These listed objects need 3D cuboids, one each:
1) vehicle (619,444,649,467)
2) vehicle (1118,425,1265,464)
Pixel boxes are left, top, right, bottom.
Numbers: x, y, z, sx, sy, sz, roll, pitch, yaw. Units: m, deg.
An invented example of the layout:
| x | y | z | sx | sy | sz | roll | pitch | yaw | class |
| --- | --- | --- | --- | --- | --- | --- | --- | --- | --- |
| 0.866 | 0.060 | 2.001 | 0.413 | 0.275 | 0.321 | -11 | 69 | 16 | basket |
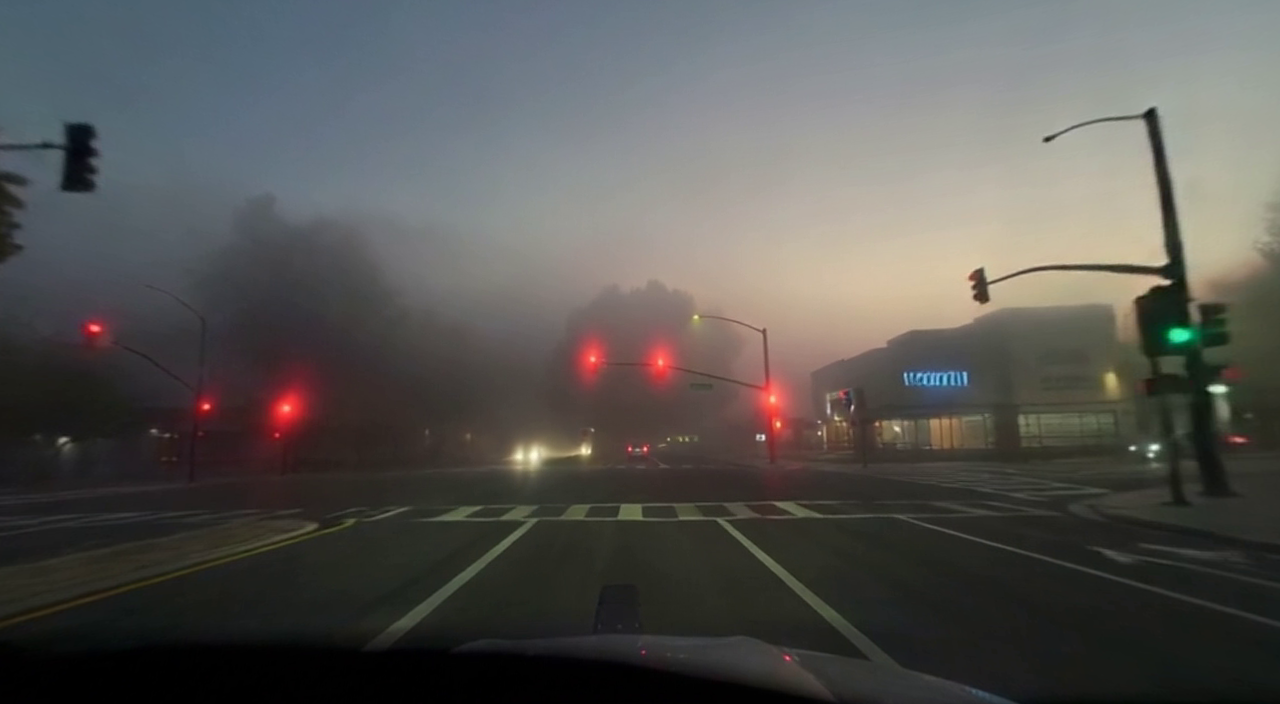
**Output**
| x | y | z | sx | sy | sz | roll | pitch | yaw | class |
| --- | --- | --- | --- | --- | --- | --- | --- | --- | --- |
| -0.465 | 7.420 | 45.469 | 2.045 | 1.510 | 3.690 | 0 | -9 | -1 | vehicle |
| 26.427 | 4.444 | 30.417 | 4.922 | 1.746 | 2.341 | 0 | -9 | -3 | vehicle |
